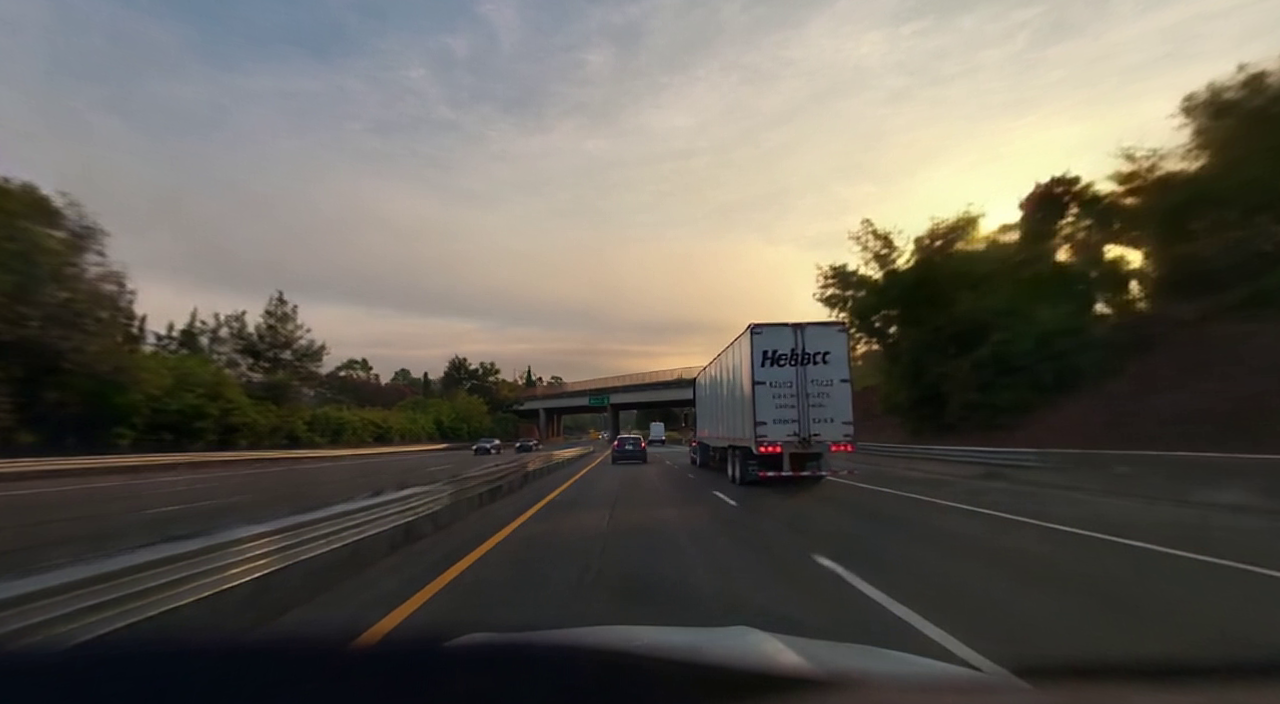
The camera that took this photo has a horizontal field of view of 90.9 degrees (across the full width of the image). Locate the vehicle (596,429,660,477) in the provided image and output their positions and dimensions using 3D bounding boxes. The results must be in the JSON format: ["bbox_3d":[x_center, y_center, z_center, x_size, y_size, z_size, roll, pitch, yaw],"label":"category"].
[{"bbox_3d":[-0.445,3.561,22.637,2.095,1.557,3.963,0,-8,-1],"label":"vehicle"}]

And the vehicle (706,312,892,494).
[{"bbox_3d":[4.014,1.745,18.938,2.853,4.038,9.832,0,-8,-1],"label":"vehicle"}]
